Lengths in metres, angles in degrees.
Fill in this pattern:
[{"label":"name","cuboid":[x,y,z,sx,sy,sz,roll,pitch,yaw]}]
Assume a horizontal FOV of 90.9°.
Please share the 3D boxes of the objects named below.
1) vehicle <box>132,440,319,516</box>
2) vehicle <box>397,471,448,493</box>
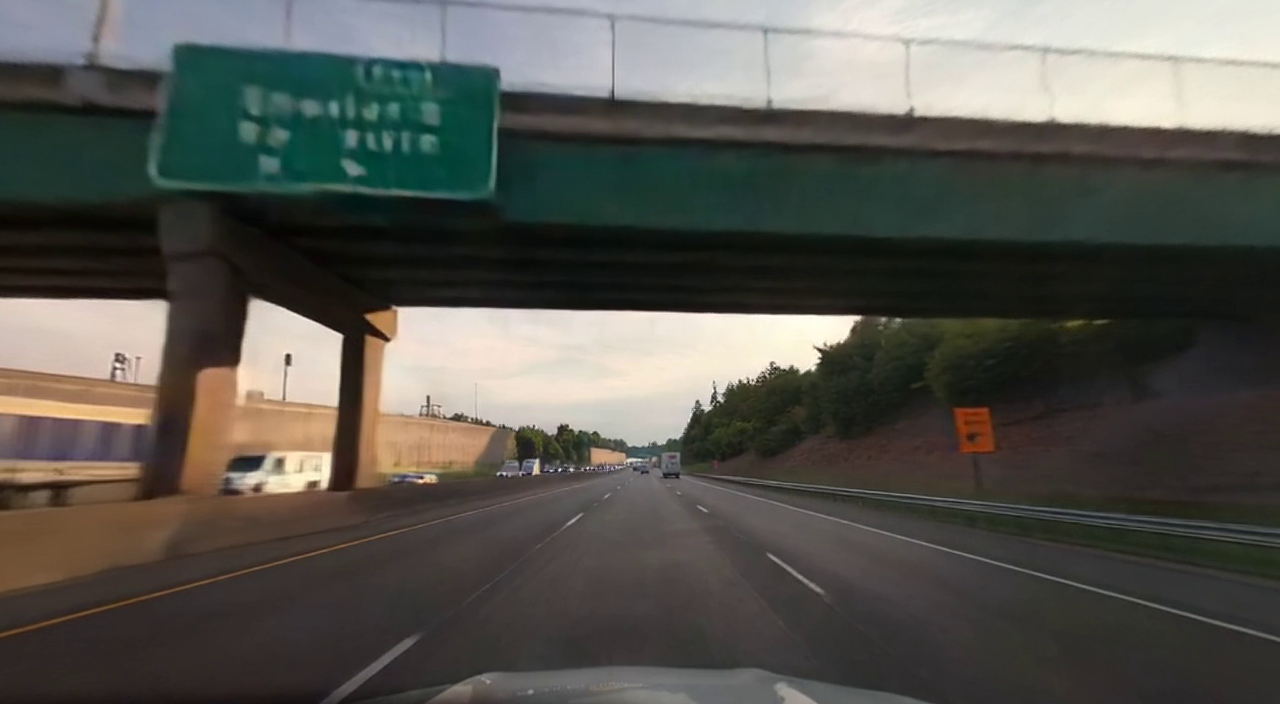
[{"label":"vehicle","cuboid":[-15.603,4.830,24.486,2.534,2.481,6.817,1,-10,0]},{"label":"vehicle","cuboid":[-15.685,9.358,45.588,2.087,1.459,4.210,1,-10,1]}]
